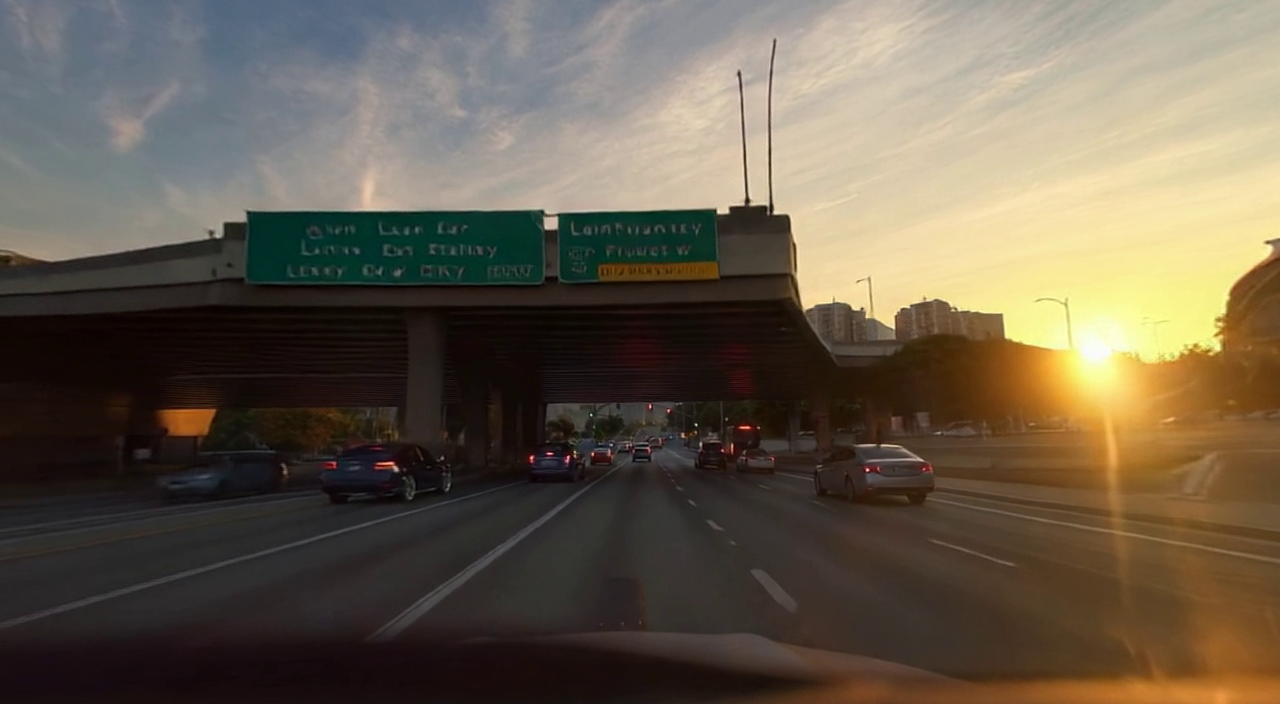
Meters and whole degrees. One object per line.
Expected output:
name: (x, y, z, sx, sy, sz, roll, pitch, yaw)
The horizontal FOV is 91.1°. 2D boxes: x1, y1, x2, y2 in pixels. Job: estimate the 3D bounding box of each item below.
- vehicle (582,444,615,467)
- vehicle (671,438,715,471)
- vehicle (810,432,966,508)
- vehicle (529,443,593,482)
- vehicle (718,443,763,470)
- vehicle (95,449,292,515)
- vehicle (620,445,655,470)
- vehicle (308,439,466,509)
vehicle: (-2.822, 7.131, 43.310, 1.980, 1.491, 4.351, 0, -8, 0)
vehicle: (3.013, 5.924, 36.554, 2.034, 1.762, 4.420, 0, -8, -1)
vehicle: (6.005, 2.895, 15.927, 2.056, 1.624, 4.498, 0, -8, 0)
vehicle: (-3.180, 4.539, 26.038, 2.041, 1.466, 4.212, 0, -8, 1)
vehicle: (6.057, 6.372, 38.422, 1.924, 1.527, 4.268, 0, -8, -2)
vehicle: (-11.743, 3.401, 17.020, 1.898, 1.475, 4.629, 0, -8, 1)
vehicle: (-0.143, 6.420, 38.472, 2.026, 1.453, 3.780, 0, -8, 0)
vehicle: (-6.086, 2.960, 15.798, 2.070, 1.488, 4.376, 0, -8, 1)
